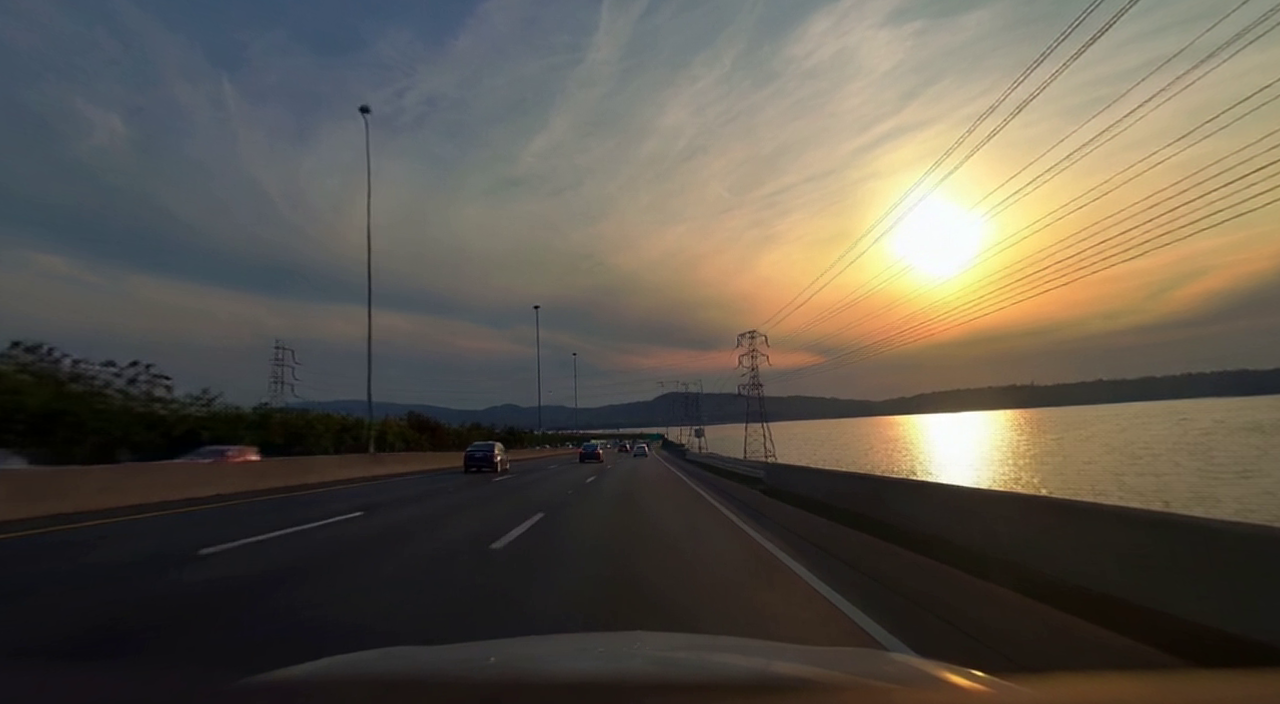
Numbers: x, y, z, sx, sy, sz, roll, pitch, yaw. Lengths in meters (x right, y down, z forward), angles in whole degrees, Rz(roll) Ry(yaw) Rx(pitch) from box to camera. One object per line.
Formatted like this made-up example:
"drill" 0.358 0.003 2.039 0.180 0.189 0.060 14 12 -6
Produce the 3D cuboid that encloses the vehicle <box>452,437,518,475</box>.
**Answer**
"vehicle" -7.491 5.058 30.943 2.050 1.717 4.418 0 -8 1

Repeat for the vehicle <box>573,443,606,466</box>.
"vehicle" -3.452 7.084 43.920 1.957 1.494 4.207 0 -8 1

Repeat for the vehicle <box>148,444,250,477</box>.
"vehicle" -22.491 5.527 32.451 1.865 1.520 4.576 0 -8 0
